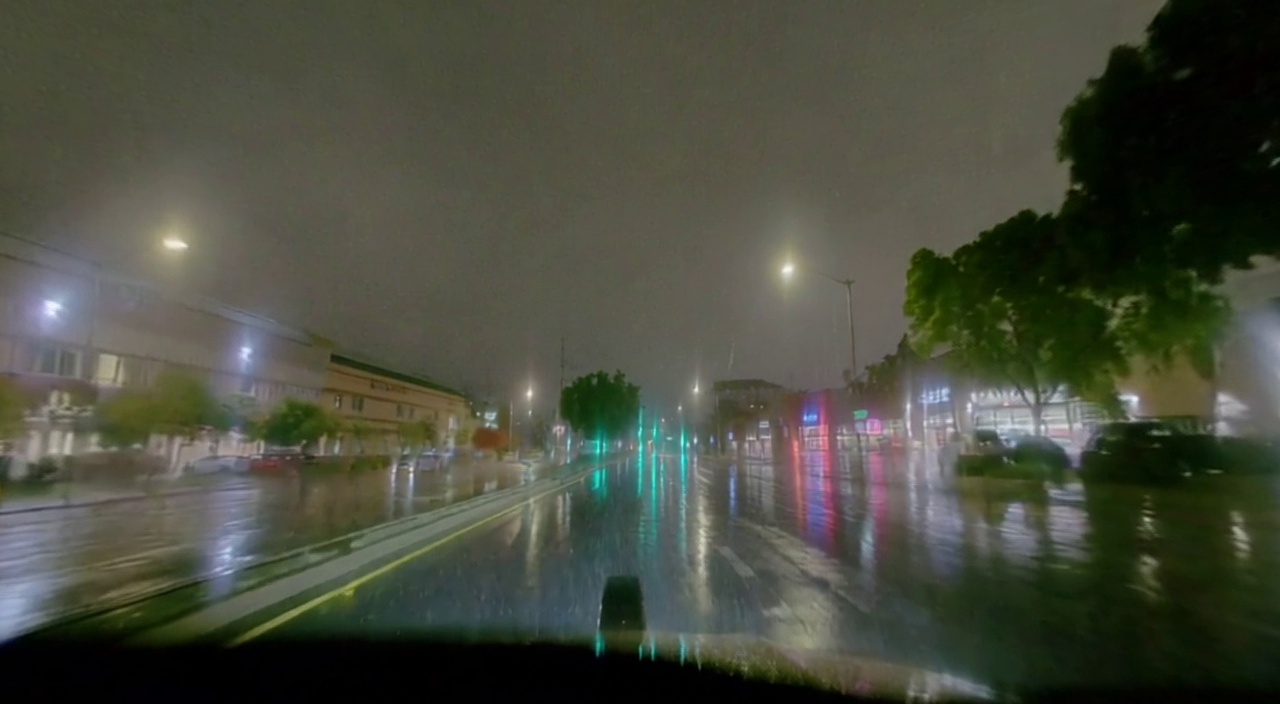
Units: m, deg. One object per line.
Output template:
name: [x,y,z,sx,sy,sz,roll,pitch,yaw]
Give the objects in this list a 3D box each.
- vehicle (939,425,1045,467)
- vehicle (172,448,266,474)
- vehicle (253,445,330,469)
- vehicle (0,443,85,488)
vehicle: [16.726,4.511,30.194,2.151,1.814,5.129,0,-8,1]
vehicle: [-27.527,7.133,41.193,4.573,1.633,2.016,1,-8,-5]
vehicle: [-26.824,8.089,48.391,4.472,1.717,2.392,1,-8,-2]
vehicle: [-27.120,4.847,26.967,4.430,1.782,2.168,0,-8,1]
